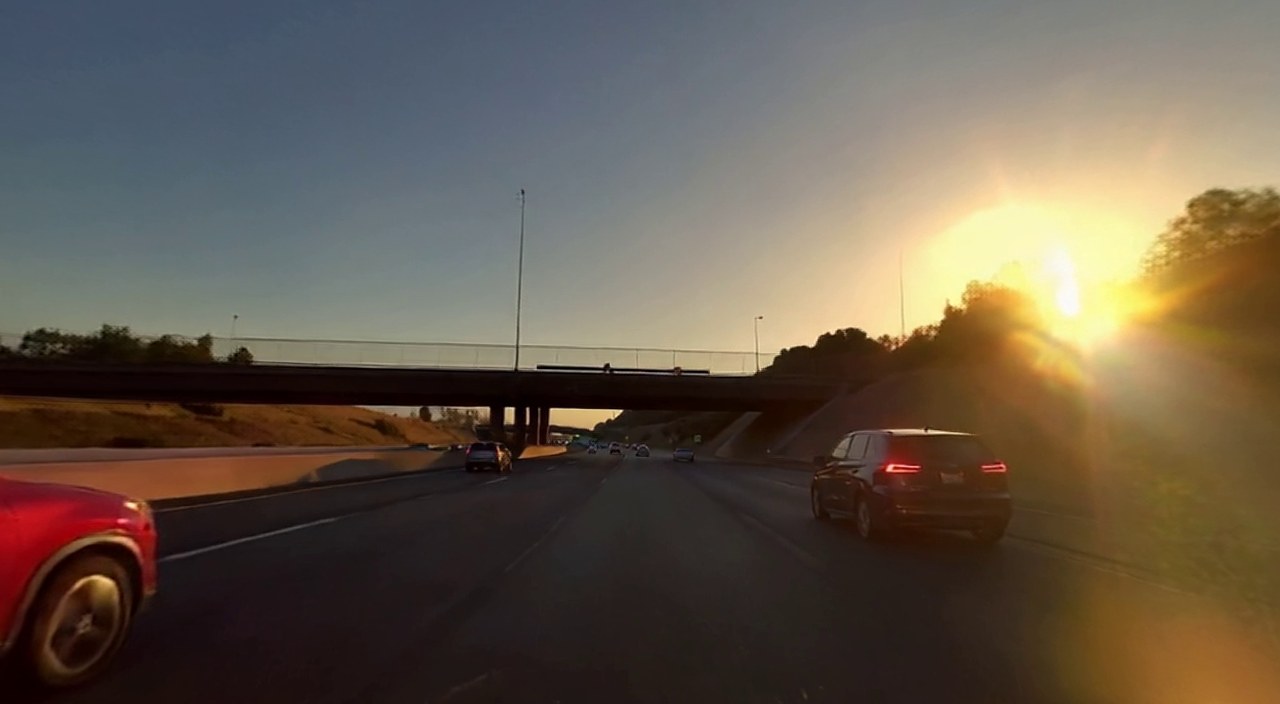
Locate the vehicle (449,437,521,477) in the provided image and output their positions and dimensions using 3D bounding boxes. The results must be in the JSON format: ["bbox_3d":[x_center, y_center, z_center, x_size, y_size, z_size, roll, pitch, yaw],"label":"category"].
[{"bbox_3d":[-7.176,4.930,29.784,2.095,1.696,4.680,-1,-9,2],"label":"vehicle"}]

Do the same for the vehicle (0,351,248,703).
[{"bbox_3d":[-3.982,0.796,2.251,2.214,1.743,4.465,-1,-9,1],"label":"vehicle"}]

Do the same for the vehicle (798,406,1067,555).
[{"bbox_3d":[4.303,1.978,10.388,2.153,1.860,4.689,0,-9,0],"label":"vehicle"}]
